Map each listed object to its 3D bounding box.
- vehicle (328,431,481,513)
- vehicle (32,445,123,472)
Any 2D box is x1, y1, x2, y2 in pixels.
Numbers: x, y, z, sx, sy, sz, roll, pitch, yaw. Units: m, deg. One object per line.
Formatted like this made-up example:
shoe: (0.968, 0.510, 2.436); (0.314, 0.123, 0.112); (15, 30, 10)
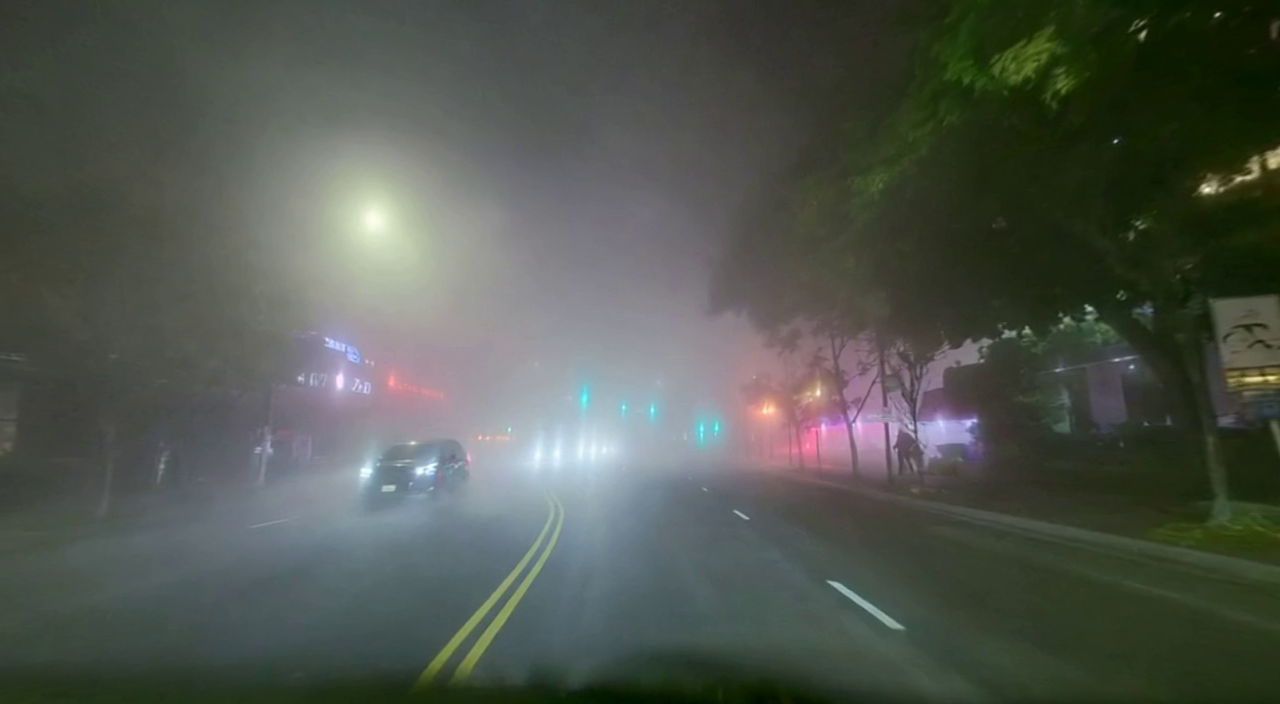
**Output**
vehicle: (-5.580, 2.882, 15.691); (2.055, 1.714, 4.374); (0, -8, 1)
vehicle: (-37.772, 7.156, 42.391); (4.267, 1.730, 1.934); (0, -8, 1)
